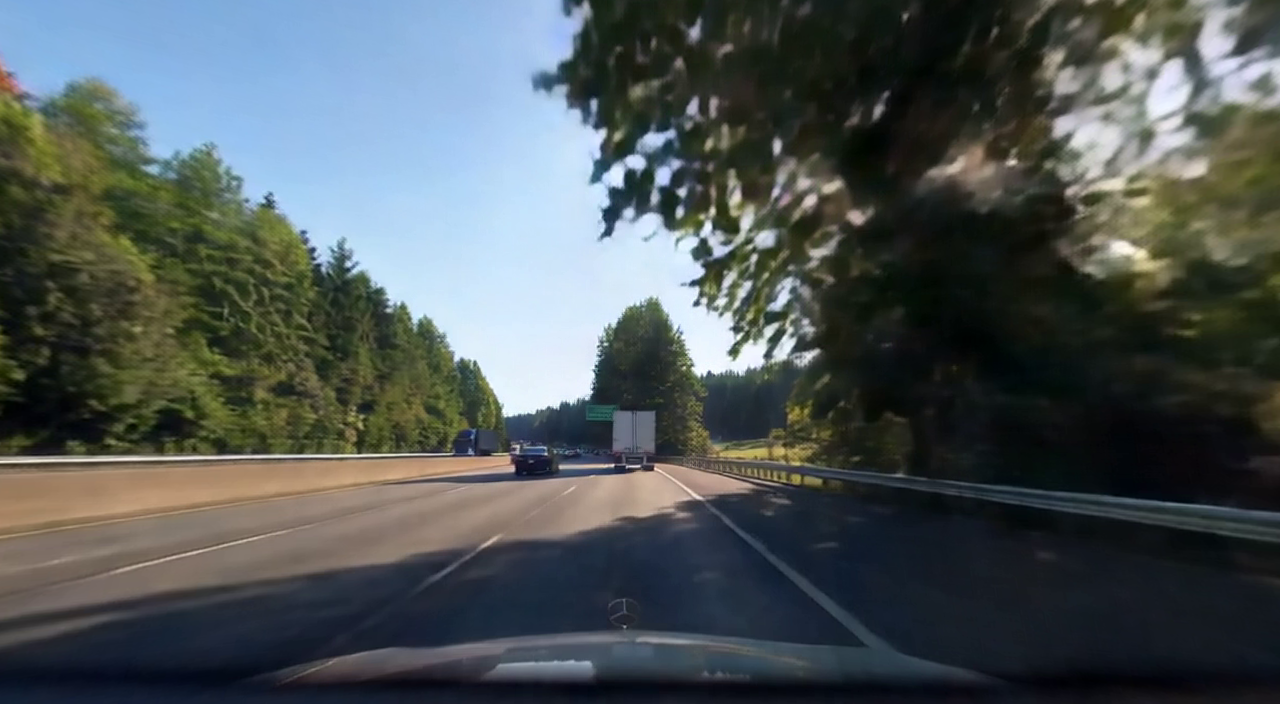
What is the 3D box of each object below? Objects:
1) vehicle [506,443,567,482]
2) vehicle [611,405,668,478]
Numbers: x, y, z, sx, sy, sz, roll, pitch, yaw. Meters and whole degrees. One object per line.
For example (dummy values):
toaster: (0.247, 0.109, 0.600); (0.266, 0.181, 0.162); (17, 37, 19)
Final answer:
vehicle: (-4.409, 4.781, 27.451); (1.964, 1.556, 4.071); (0, -9, 0)
vehicle: (-0.124, 5.722, 39.672); (2.976, 3.800, 12.335); (0, -9, -1)
